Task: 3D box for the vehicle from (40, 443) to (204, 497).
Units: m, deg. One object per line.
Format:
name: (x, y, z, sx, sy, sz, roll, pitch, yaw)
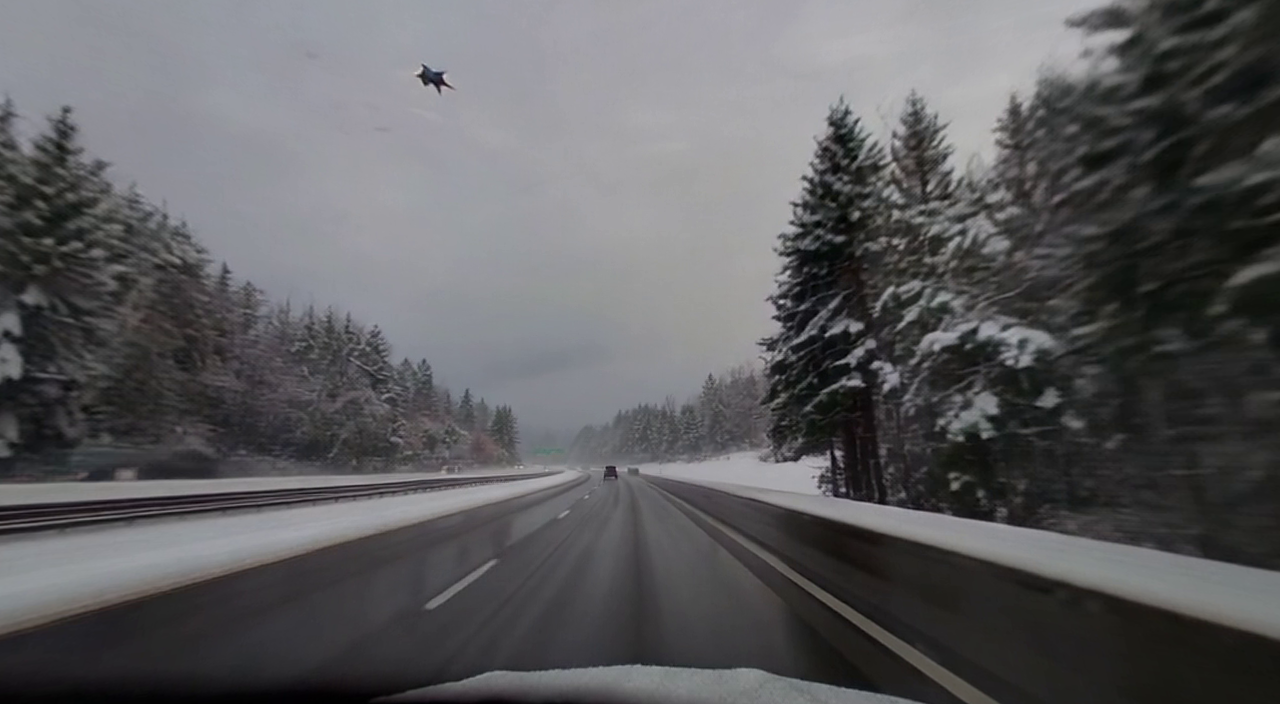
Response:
vehicle: (-16.322, 3.775, 20.182, 1.832, 1.501, 3.975, 1, -11, 0)
